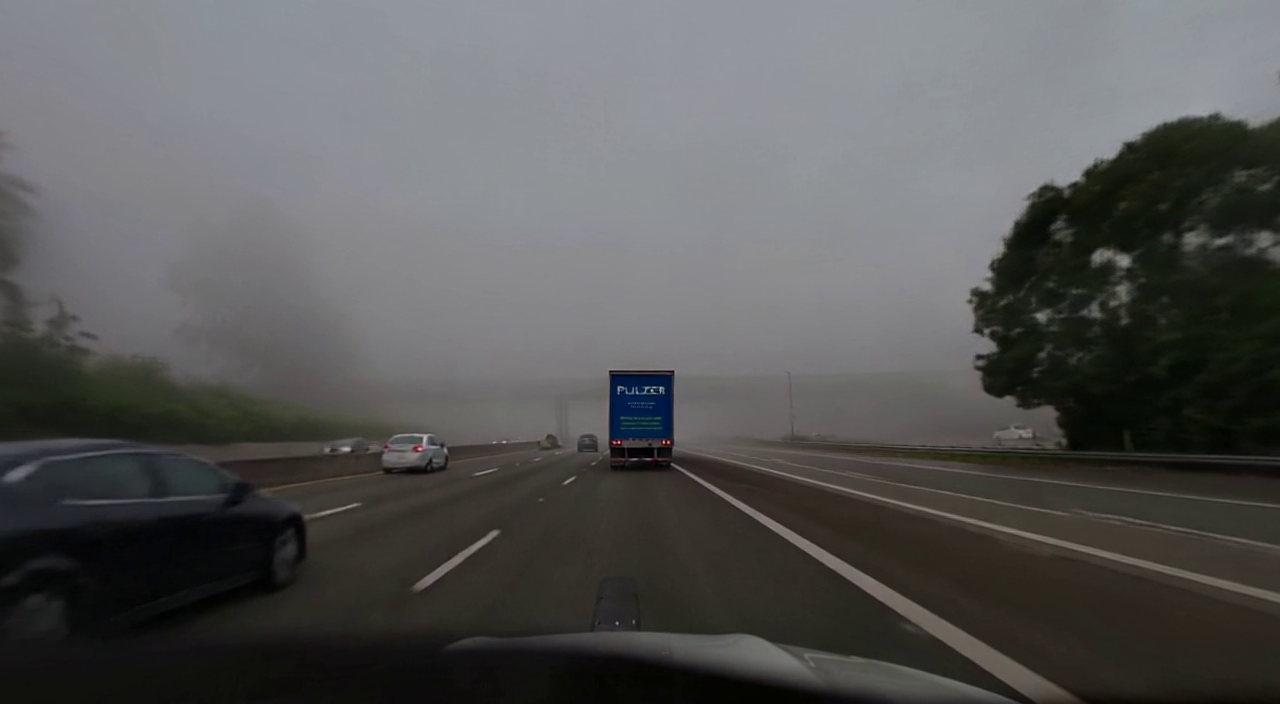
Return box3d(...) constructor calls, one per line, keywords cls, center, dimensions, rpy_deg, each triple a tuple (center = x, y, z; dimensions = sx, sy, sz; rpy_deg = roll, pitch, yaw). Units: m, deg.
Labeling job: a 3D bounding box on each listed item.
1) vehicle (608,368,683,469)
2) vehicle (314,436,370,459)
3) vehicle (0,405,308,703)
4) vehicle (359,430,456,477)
box3d(cls="vehicle", center=(0.045, 3.410, 30.753), dimensions=(2.926, 3.959, 11.818), rpy_deg=(0, -8, -2))
box3d(cls="vehicle", center=(-21.170, 6.784, 44.914), dimensions=(1.875, 1.521, 4.391), rpy_deg=(0, -8, 0))
box3d(cls="vehicle", center=(-3.765, 1.017, 3.169), dimensions=(1.943, 1.446, 4.158), rpy_deg=(0, -8, -1))
box3d(cls="vehicle", center=(-8.403, 3.674, 23.170), dimensions=(2.041, 1.566, 3.986), rpy_deg=(0, -8, 0))
